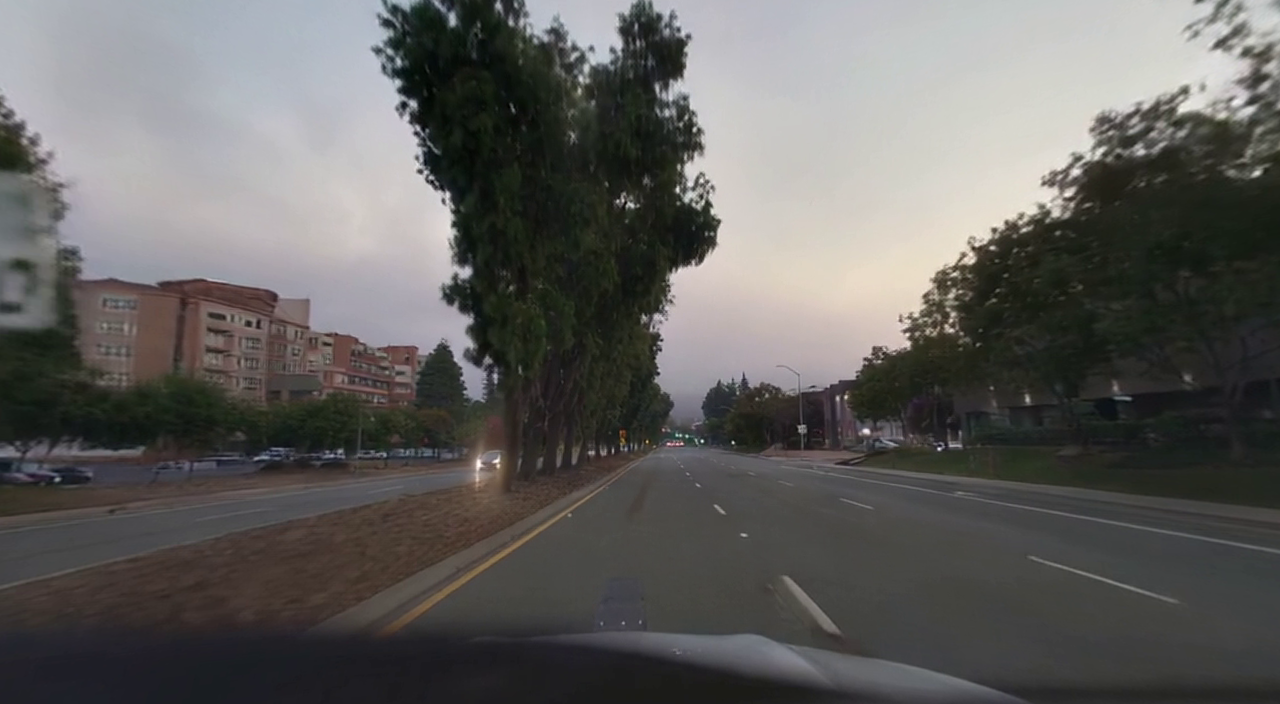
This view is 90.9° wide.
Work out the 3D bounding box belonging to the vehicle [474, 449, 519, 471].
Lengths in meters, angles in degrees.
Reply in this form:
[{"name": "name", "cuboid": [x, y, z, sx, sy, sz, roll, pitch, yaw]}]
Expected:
[{"name": "vehicle", "cuboid": [-10.235, 7.710, 45.247, 1.930, 1.494, 4.706, -1, -8, 3]}]
